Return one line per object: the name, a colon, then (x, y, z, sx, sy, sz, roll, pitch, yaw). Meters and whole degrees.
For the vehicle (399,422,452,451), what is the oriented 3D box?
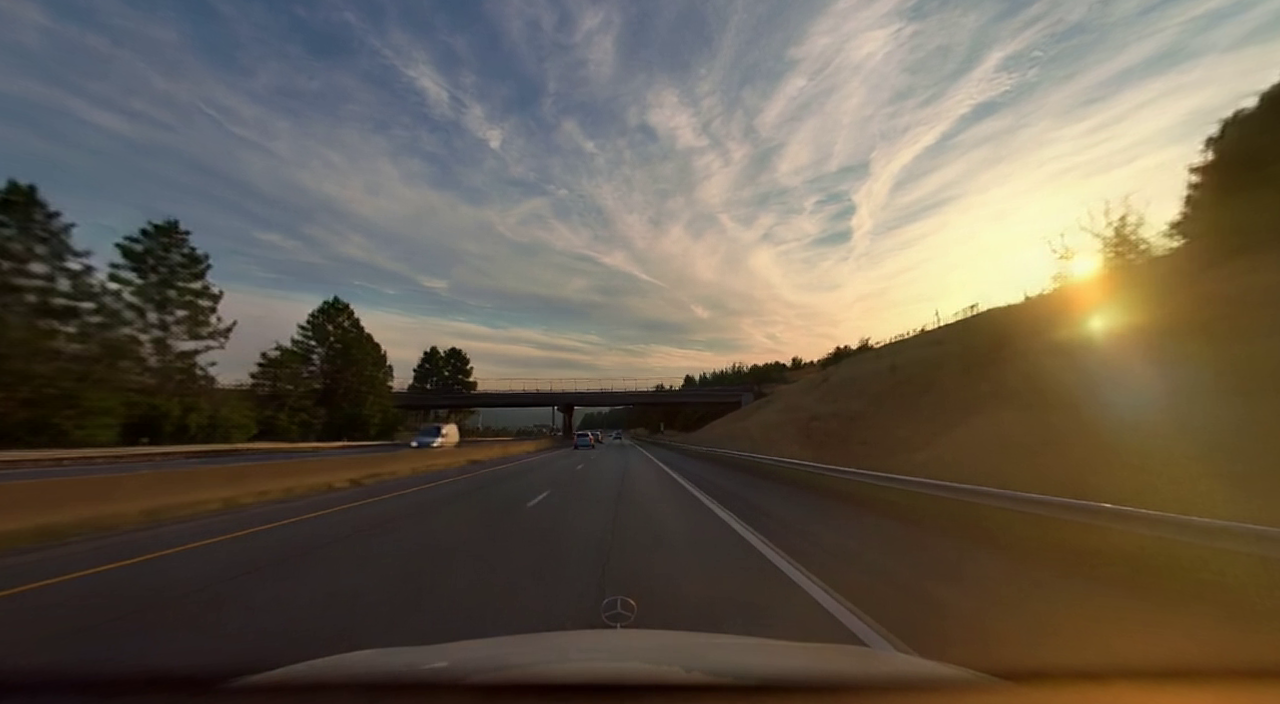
vehicle: (-15.204, 6.004, 44.773, 2.108, 1.915, 4.828, 0, -8, 0)
